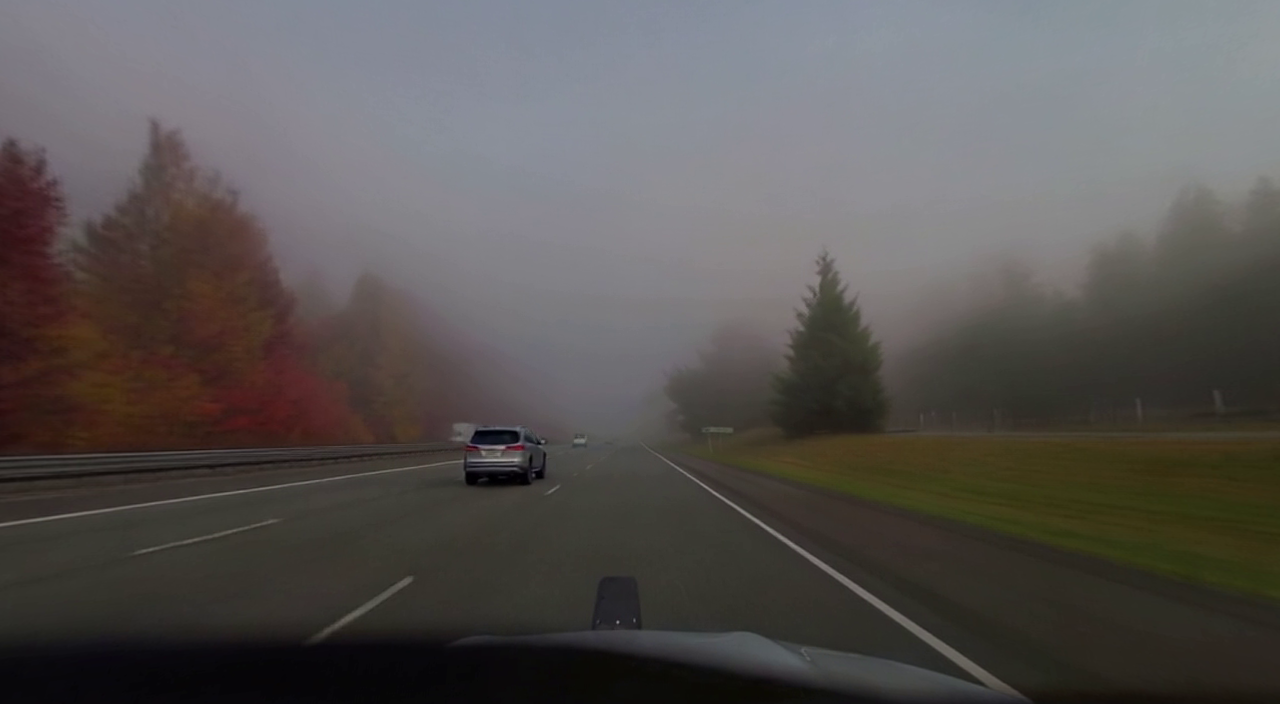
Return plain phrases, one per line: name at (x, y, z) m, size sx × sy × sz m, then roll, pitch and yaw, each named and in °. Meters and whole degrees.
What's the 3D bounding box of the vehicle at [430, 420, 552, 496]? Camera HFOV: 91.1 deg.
vehicle at (-3.630, 2.653, 16.266) m, size 2.057 × 1.666 × 4.552 m, roll 0°, pitch -8°, yaw 0°
